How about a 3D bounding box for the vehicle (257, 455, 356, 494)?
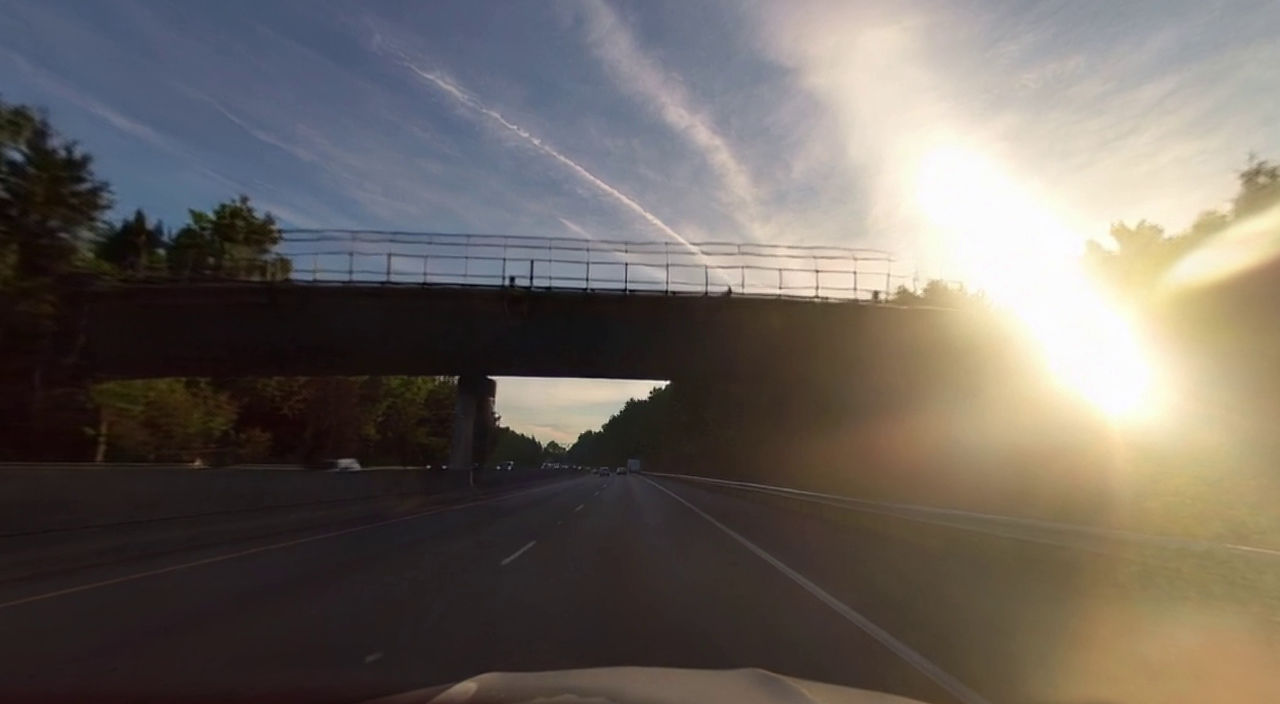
[{"bbox_3d":[-13.799,5.115,26.412,1.787,1.449,4.326,1,-11,-1],"label":"vehicle"}]
